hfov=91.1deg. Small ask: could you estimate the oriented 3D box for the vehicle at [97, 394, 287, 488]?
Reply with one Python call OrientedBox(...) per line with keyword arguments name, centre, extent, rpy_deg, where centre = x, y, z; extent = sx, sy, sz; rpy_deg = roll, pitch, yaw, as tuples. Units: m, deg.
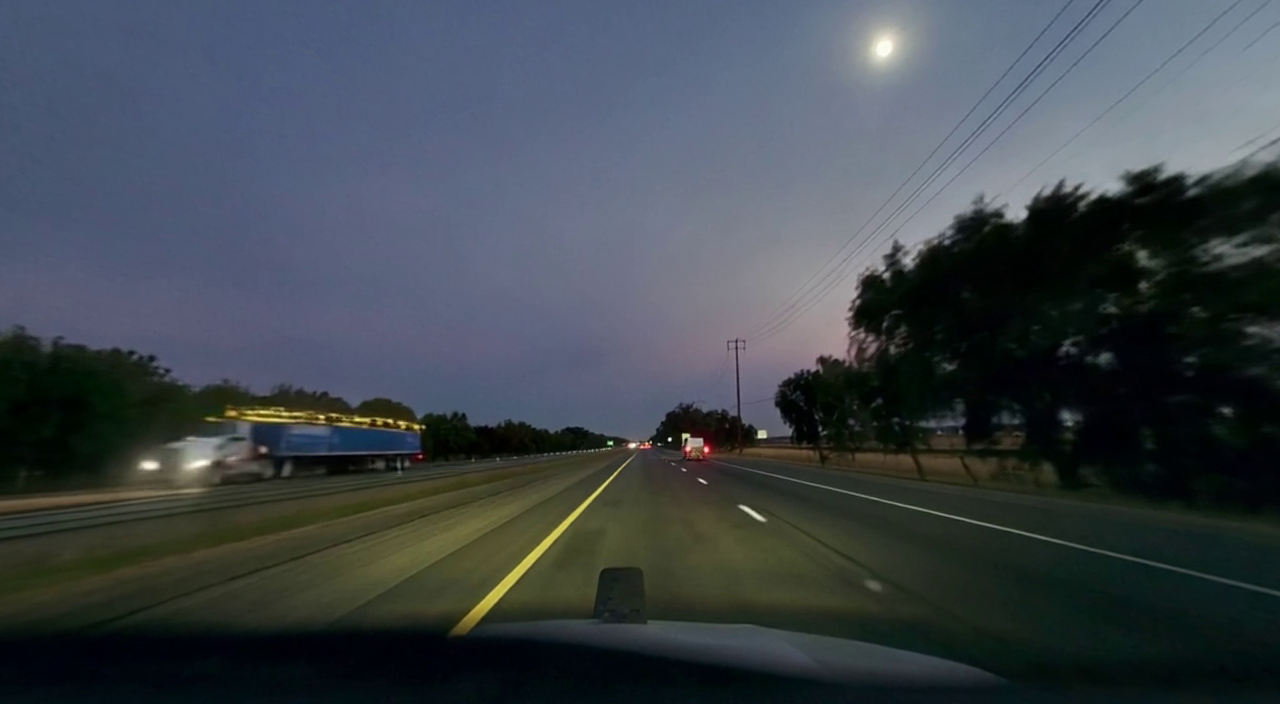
OrientedBox(name="vehicle", centre=(-21.600, 4.434, 31.193), extent=(3.064, 3.969, 8.359), rpy_deg=(0, -8, 1))
